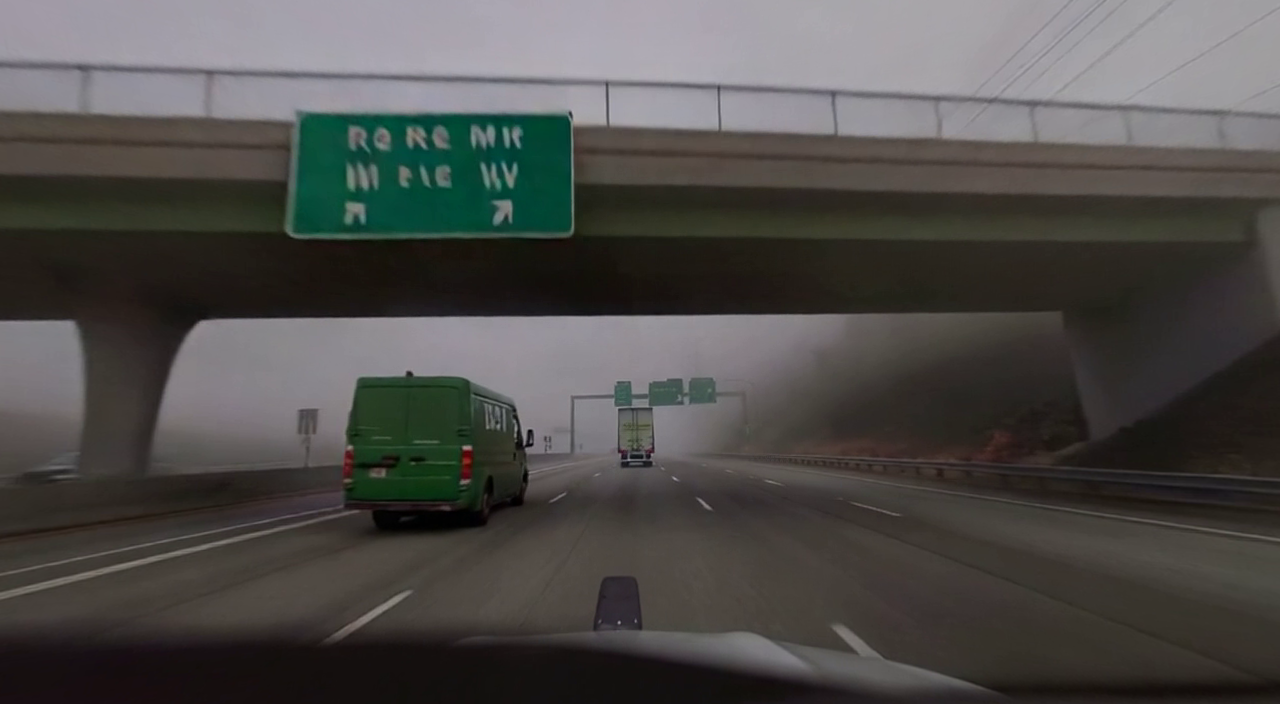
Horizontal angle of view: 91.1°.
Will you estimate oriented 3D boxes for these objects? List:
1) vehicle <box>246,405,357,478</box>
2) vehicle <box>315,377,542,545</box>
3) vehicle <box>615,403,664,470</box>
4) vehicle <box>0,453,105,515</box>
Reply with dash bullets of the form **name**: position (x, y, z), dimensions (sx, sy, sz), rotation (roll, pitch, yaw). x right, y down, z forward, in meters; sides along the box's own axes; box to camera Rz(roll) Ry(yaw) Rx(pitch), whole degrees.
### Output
- **vehicle**: position (-19.639, 5.287, 36.981), dimensions (3.143, 3.926, 5.850), rotation (0, -9, 0)
- **vehicle**: position (-3.420, 1.944, 11.684), dimensions (2.404, 2.371, 5.310), rotation (0, -9, -1)
- **vehicle**: position (-0.126, 6.119, 44.786), dimensions (3.025, 4.002, 12.709), rotation (0, -9, -1)
- **vehicle**: position (-15.789, 3.256, 15.709), dimensions (1.689, 1.428, 3.501), rotation (0, -9, 0)
